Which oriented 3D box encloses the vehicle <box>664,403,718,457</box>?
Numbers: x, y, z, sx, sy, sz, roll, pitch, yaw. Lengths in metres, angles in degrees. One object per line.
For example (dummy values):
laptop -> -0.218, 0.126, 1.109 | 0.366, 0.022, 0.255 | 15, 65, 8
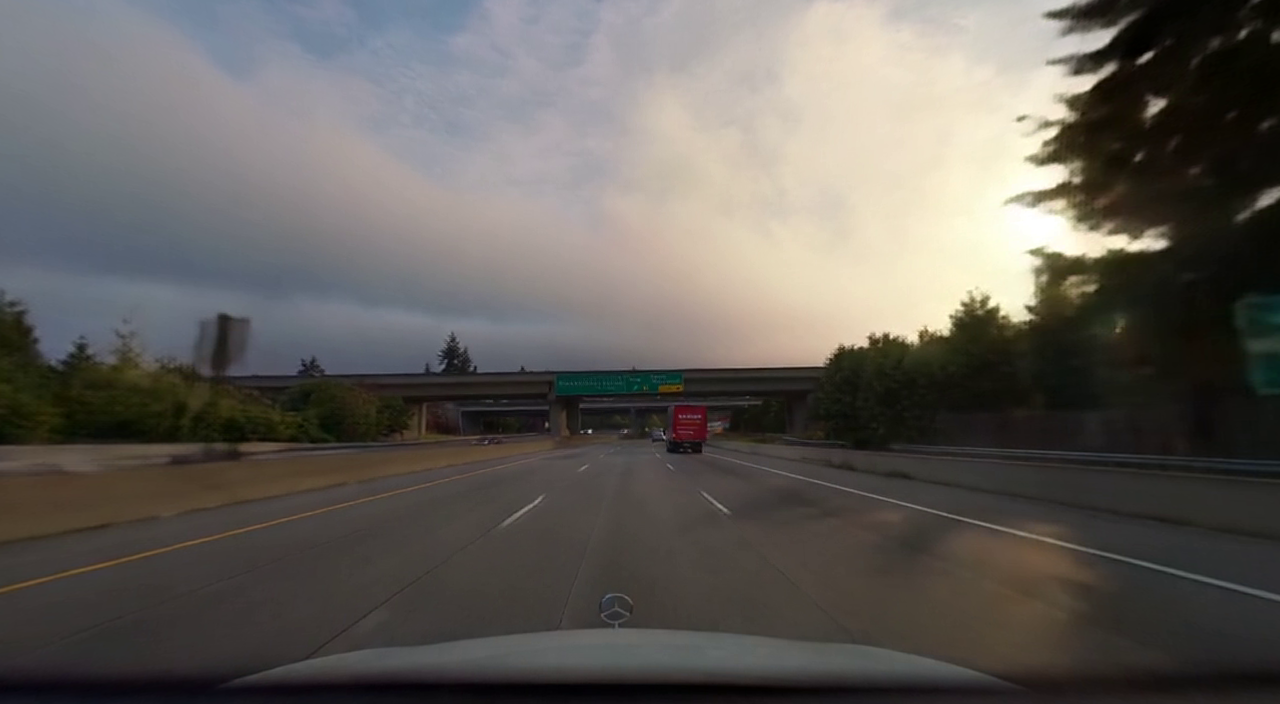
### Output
vehicle -> 3.545, 5.823, 46.730 | 2.981, 3.512, 11.154 | 1, -8, -1
